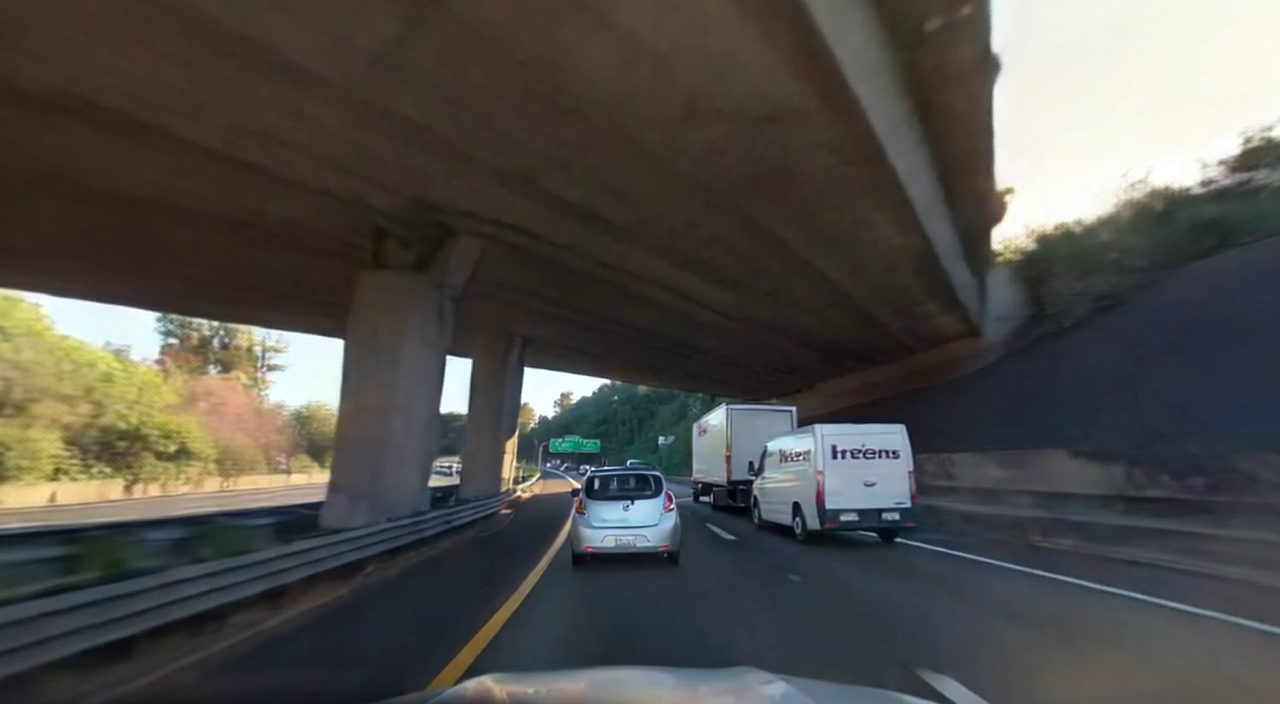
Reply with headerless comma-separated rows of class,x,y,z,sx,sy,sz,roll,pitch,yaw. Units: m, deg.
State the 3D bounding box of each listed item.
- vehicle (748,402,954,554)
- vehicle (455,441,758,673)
vehicle,4.030,2.624,13.394,2.328,2.537,5.290,1,-11,-2
vehicle,-0.253,1.679,5.934,1.980,1.493,3.410,1,-11,-1
